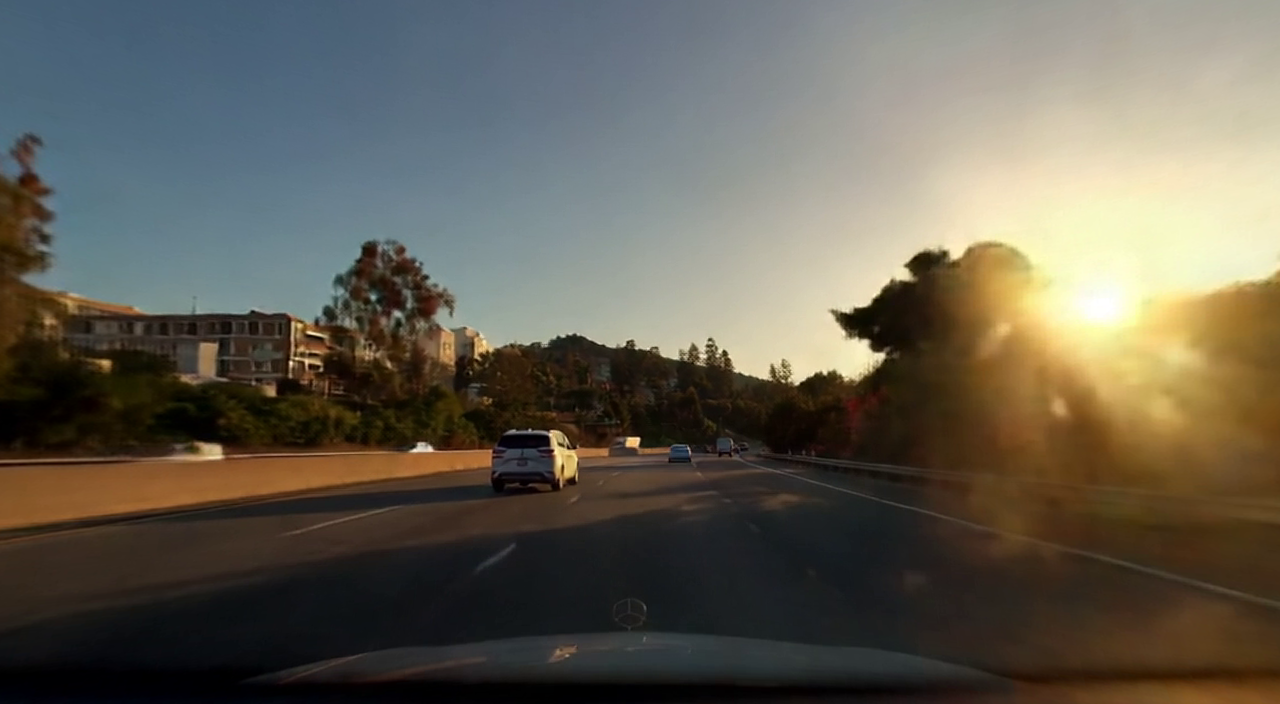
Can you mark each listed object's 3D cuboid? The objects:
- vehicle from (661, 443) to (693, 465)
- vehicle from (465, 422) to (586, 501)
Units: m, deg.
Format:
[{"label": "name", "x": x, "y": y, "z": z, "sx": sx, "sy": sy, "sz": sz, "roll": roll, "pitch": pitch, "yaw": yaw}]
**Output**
[{"label": "vehicle", "x": 2.583, "y": 7.012, "z": 43.452, "sx": 2.158, "sy": 1.458, "sz": 3.656, "roll": -1, "pitch": -9, "yaw": 5}, {"label": "vehicle", "x": -2.888, "y": 2.931, "z": 17.215, "sx": 2.185, "sy": 1.823, "sz": 4.854, "roll": 0, "pitch": -9, "yaw": 3}]
